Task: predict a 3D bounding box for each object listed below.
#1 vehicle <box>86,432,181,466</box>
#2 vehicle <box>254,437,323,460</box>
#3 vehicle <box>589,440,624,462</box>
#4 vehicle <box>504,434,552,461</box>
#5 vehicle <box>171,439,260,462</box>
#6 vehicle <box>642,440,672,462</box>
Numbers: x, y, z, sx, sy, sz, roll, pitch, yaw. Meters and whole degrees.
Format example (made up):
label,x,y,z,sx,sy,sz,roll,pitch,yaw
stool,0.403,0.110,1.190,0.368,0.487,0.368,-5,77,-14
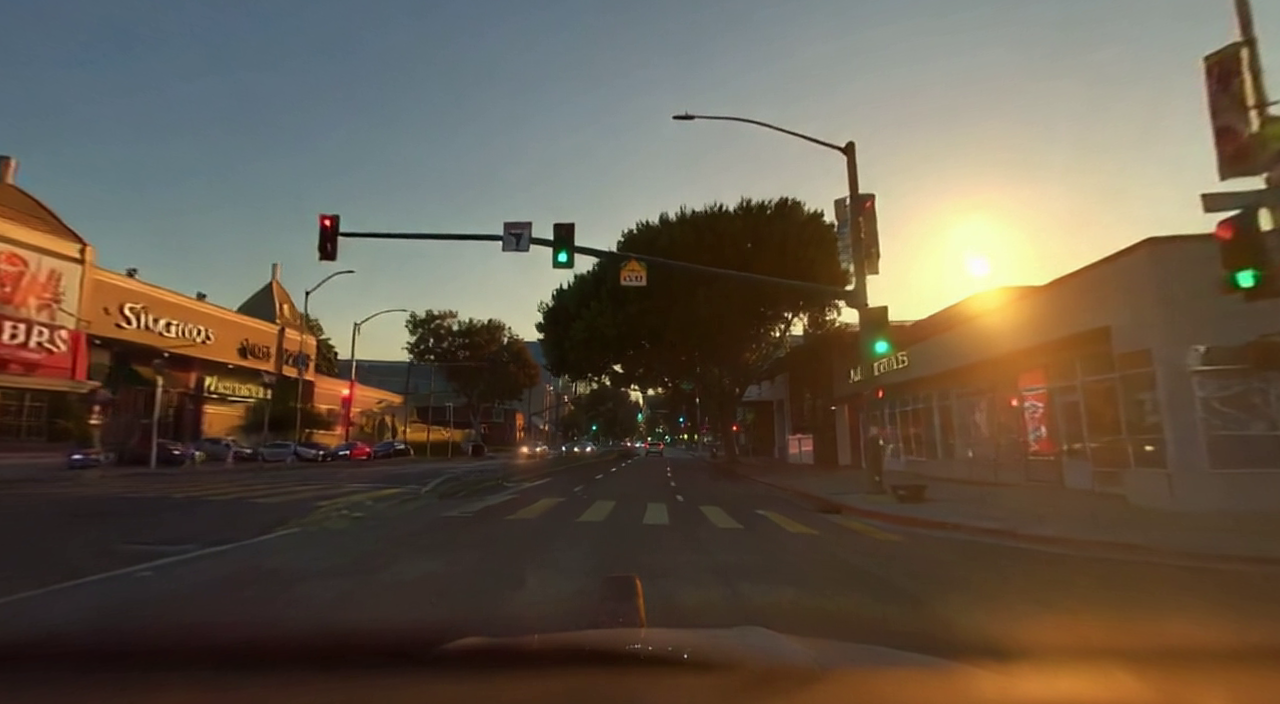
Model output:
label,x,y,z,sx,sy,sz,roll,pitch,yaw
vehicle,-28.236,5.408,35.317,1.643,1.755,3.666,-4,-9,34
vehicle,-27.560,7.583,49.642,1.969,1.636,4.136,-4,-10,30
vehicle,-2.329,7.030,44.818,1.962,1.420,4.021,0,-9,5
vehicle,-8.055,6.955,45.967,2.281,1.834,4.736,0,-9,4
vehicle,-28.090,6.543,41.988,1.755,1.445,4.485,-4,-10,30
vehicle,1.315,7.583,48.574,2.168,1.545,4.047,1,-9,1
